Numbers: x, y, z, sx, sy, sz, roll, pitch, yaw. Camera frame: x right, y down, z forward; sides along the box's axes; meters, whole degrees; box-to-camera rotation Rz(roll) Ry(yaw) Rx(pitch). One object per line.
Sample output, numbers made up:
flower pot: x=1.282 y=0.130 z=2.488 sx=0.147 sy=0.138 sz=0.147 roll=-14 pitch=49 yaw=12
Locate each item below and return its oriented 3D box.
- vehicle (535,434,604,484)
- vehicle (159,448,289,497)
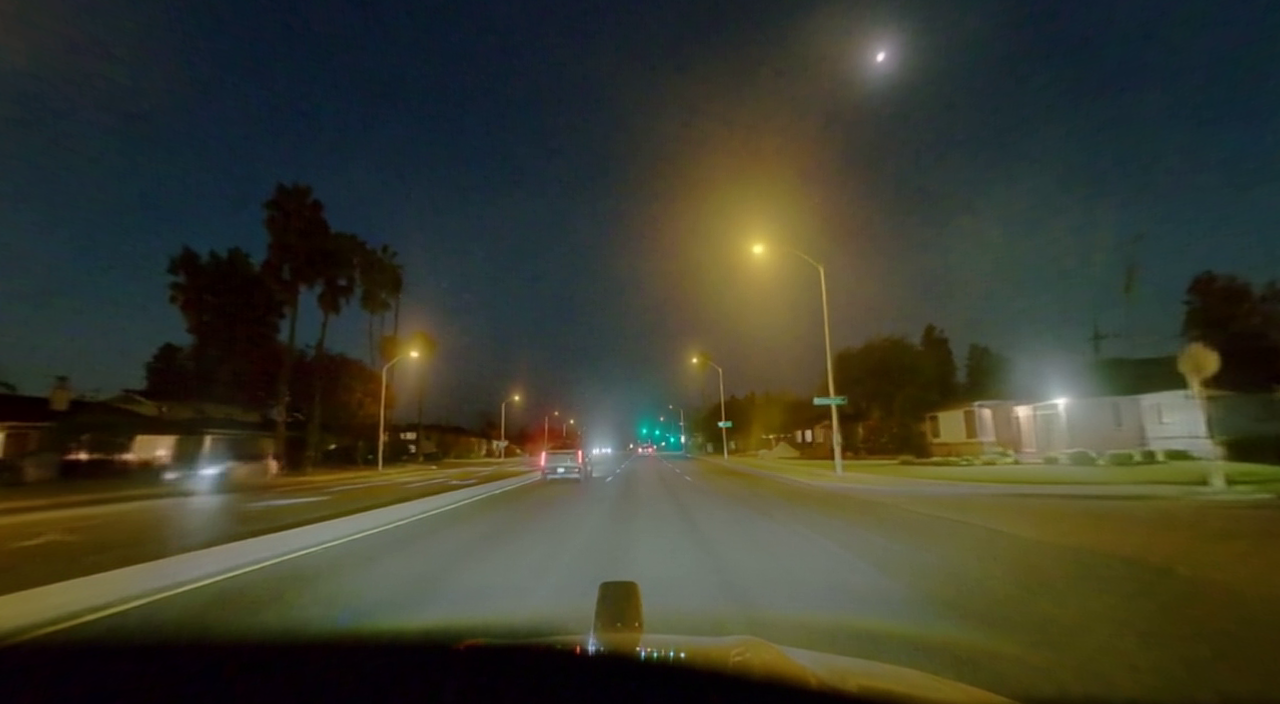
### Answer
vehicle: x=-2.973 y=4.699 z=28.029 sx=2.370 sy=1.968 sz=5.698 roll=0 pitch=-9 yaw=1
vehicle: x=-17.570 y=5.058 z=26.994 sx=2.105 sy=1.871 sz=4.969 roll=0 pitch=-9 yaw=1
